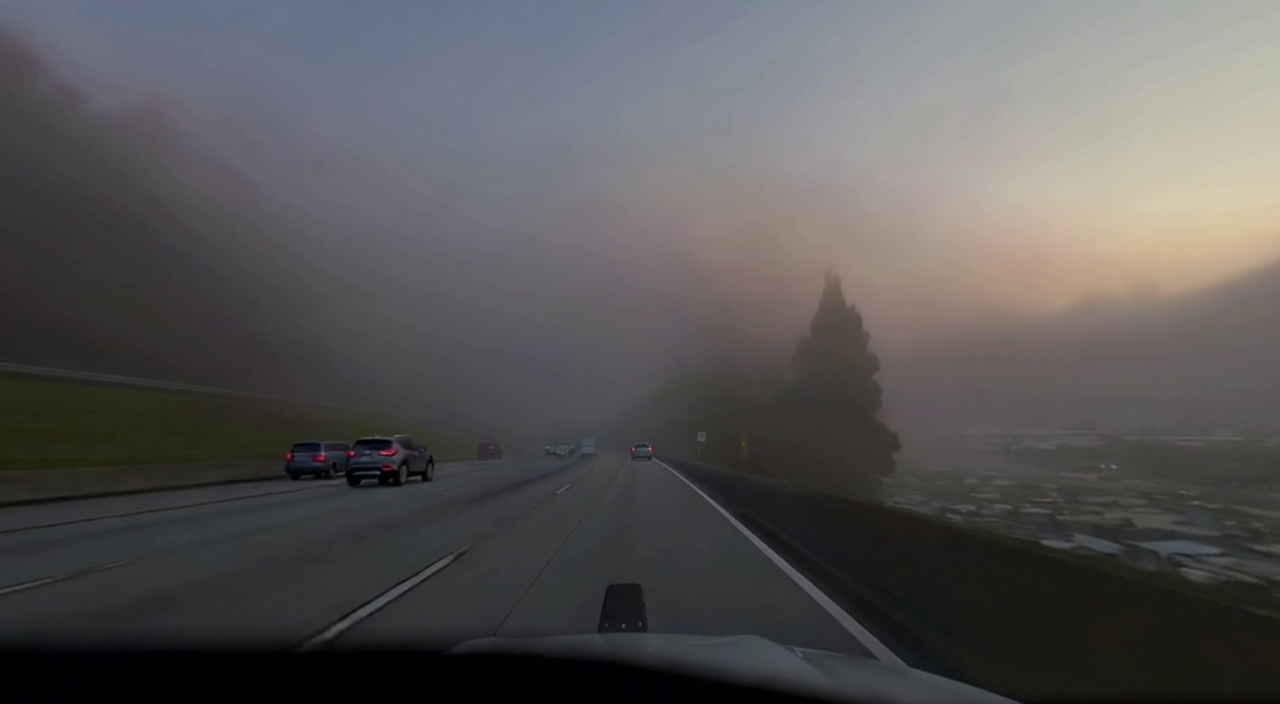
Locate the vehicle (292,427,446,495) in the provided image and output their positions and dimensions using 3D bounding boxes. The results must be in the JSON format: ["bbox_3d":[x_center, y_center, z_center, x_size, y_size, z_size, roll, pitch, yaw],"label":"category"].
[{"bbox_3d":[-7.623,3.113,18.379,2.238,1.712,5.000,0,-8,0],"label":"vehicle"}]

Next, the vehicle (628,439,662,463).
[{"bbox_3d":[0.261,6.521,41.355,2.060,1.465,3.974,0,-8,-2],"label":"vehicle"}]
